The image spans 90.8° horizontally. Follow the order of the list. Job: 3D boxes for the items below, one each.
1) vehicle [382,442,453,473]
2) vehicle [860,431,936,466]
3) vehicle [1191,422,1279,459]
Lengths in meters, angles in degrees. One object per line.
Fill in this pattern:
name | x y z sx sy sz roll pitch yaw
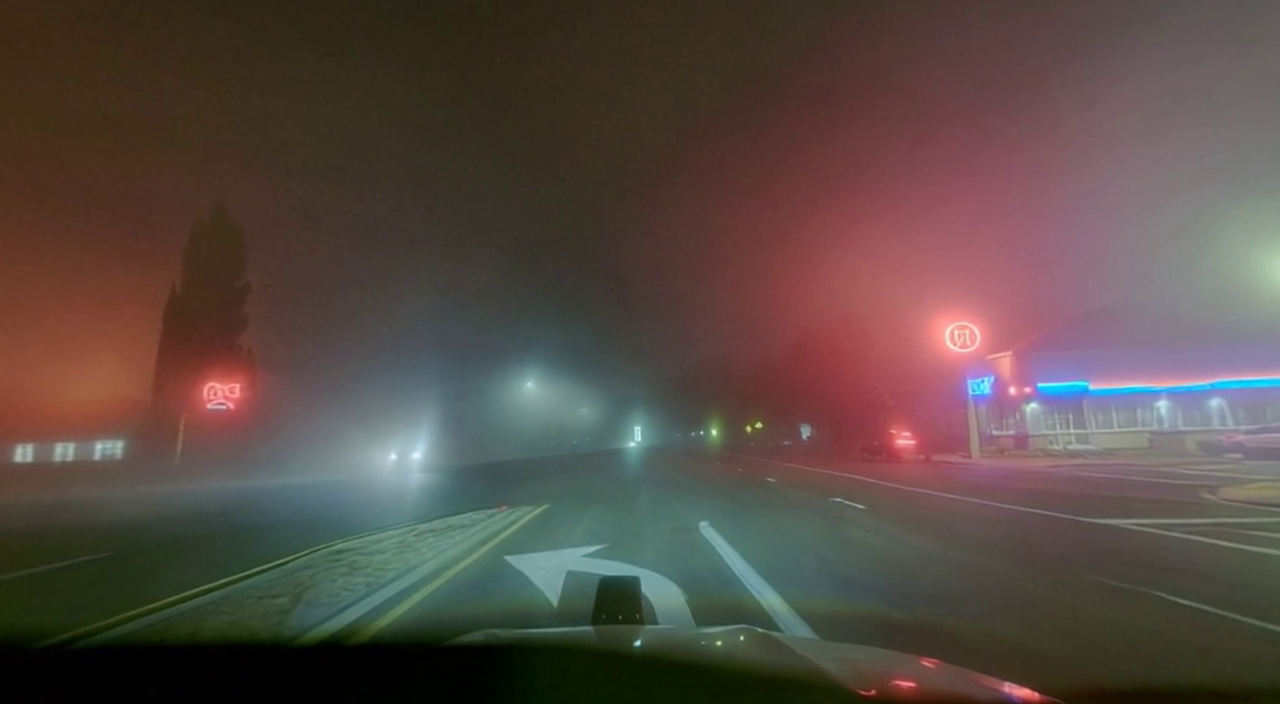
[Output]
vehicle | -11.787 5.635 33.906 1.997 1.516 4.790 0 -8 1
vehicle | 13.639 5.137 33.715 1.987 1.694 4.523 0 -8 -1
vehicle | 26.543 3.797 27.039 1.836 1.497 4.419 0 -8 0
